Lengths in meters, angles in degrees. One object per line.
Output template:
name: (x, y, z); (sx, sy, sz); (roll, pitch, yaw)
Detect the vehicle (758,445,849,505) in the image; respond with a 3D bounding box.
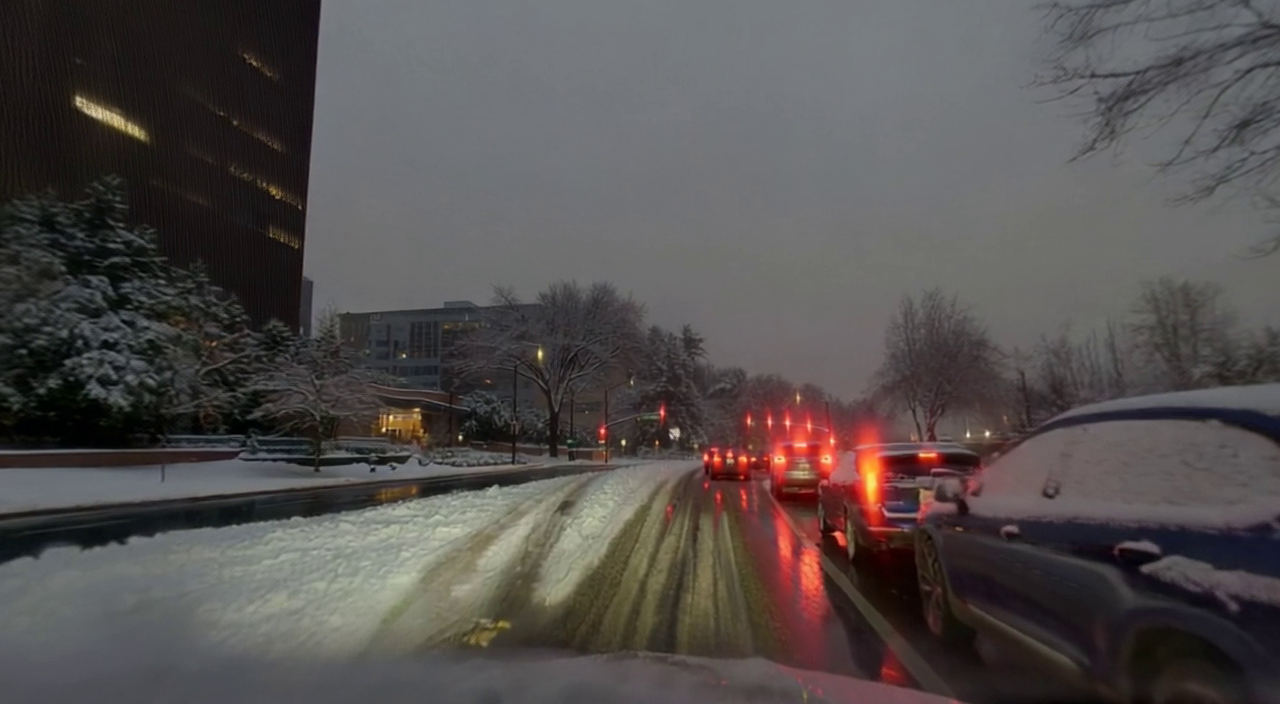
vehicle: (4.936, 3.720, 19.717); (2.089, 1.609, 4.922); (-1, -9, 7)

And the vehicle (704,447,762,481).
vehicle: (4.458, 5.421, 30.794); (2.183, 1.553, 3.923); (0, -9, -1)

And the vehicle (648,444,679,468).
vehicle: (1.863, 7.918, 48.173); (2.121, 1.728, 4.161); (-1, -9, 6)

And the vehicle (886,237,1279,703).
vehicle: (2.474, 0.795, 2.168); (2.092, 1.703, 4.870); (-2, -9, 11)
